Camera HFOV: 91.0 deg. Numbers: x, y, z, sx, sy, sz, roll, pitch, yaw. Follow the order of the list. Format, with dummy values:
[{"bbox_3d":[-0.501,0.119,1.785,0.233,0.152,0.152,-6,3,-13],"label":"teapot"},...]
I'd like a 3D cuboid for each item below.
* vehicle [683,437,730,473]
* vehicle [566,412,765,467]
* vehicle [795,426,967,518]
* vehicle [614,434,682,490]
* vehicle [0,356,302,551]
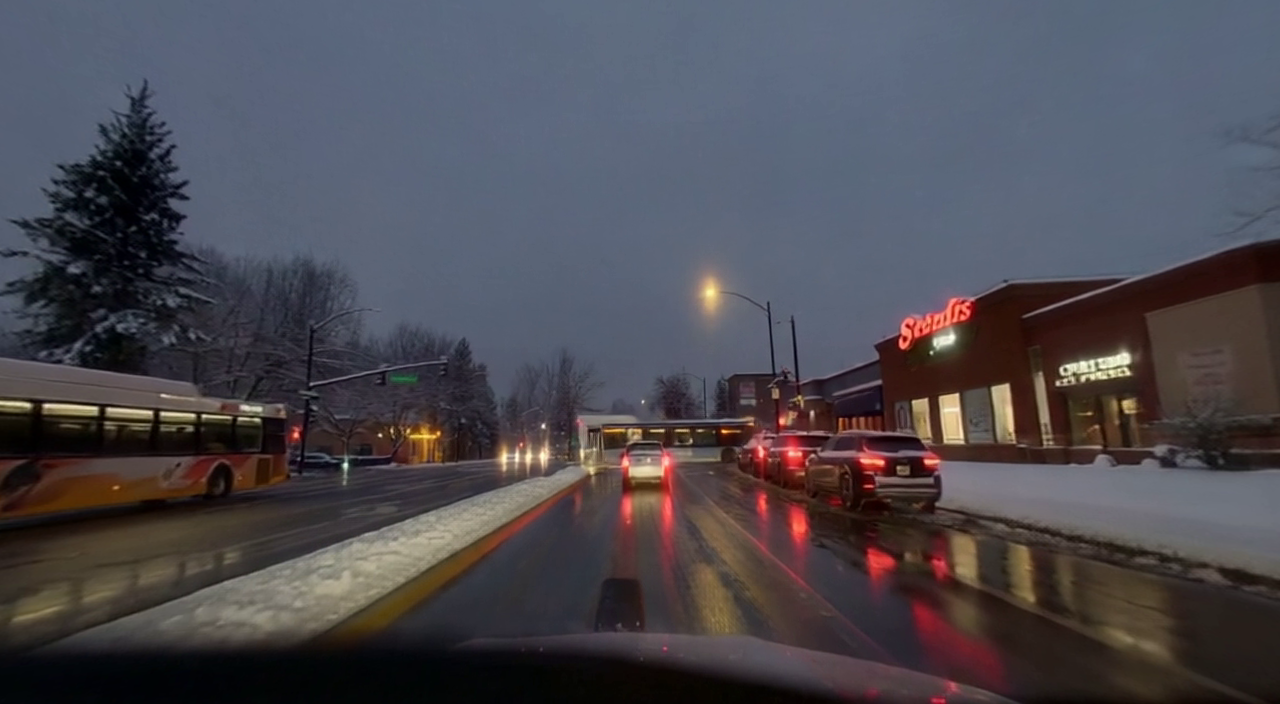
[{"bbox_3d":[3.309,5.217,32.104,2.222,1.688,3.952,0,-9,3],"label":"vehicle"},{"bbox_3d":[1.721,5.952,42.883,12.978,3.538,3.117,0,-9,3],"label":"vehicle"},{"bbox_3d":[5.000,2.553,13.880,2.014,1.681,4.332,0,-9,-1],"label":"vehicle"},{"bbox_3d":[0.190,3.739,21.715,2.089,1.699,4.650,1,-9,-1],"label":"vehicle"},{"bbox_3d":[-12.838,2.277,14.328,3.356,3.365,12.460,0,-9,0],"label":"vehicle"}]
